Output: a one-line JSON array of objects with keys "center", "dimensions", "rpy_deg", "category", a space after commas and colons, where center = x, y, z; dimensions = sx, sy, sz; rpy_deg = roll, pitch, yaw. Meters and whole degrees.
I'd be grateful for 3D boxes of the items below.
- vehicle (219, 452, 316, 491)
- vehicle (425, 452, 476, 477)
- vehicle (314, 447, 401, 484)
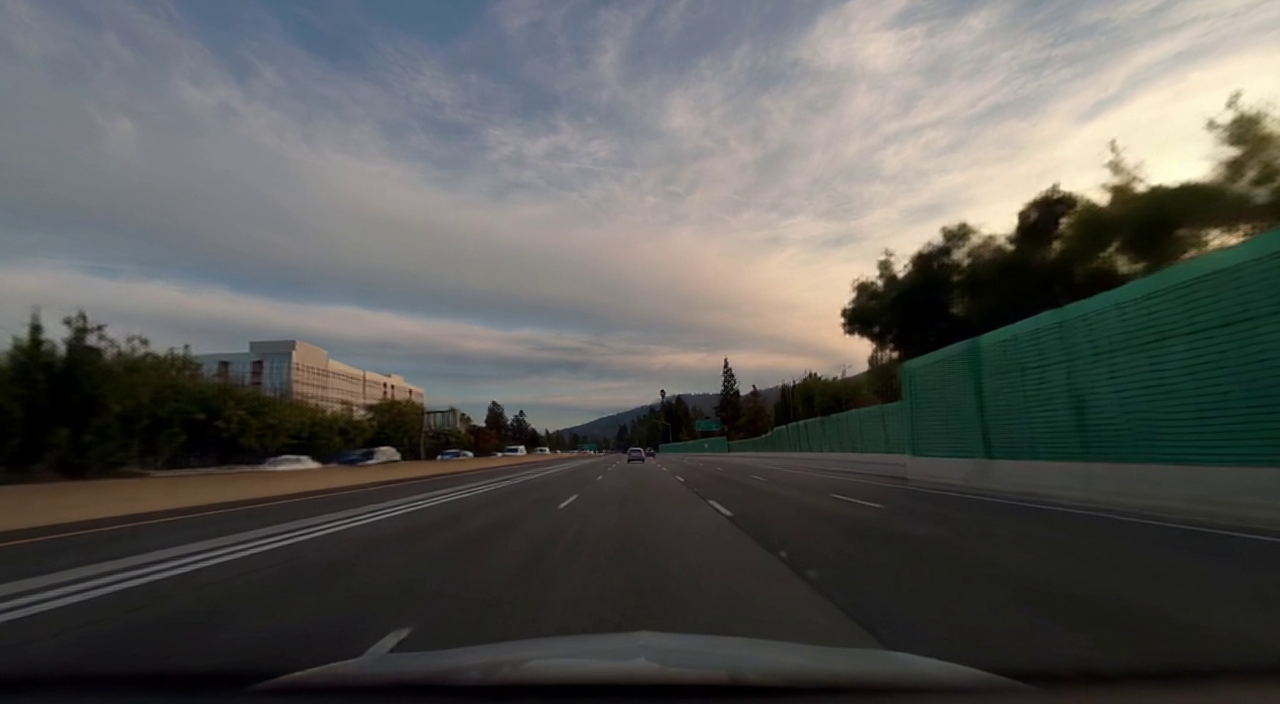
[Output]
[{"center": [-16.132, 5.178, 27.533], "dimensions": [1.812, 1.528, 3.947], "rpy_deg": [0, -9, 0], "category": "vehicle"}, {"center": [-11.569, 6.851, 38.743], "dimensions": [1.879, 1.413, 4.147], "rpy_deg": [0, -9, 0], "category": "vehicle"}, {"center": [-11.952, 4.804, 26.959], "dimensions": [1.852, 1.455, 4.006], "rpy_deg": [0, -9, 0], "category": "vehicle"}]
